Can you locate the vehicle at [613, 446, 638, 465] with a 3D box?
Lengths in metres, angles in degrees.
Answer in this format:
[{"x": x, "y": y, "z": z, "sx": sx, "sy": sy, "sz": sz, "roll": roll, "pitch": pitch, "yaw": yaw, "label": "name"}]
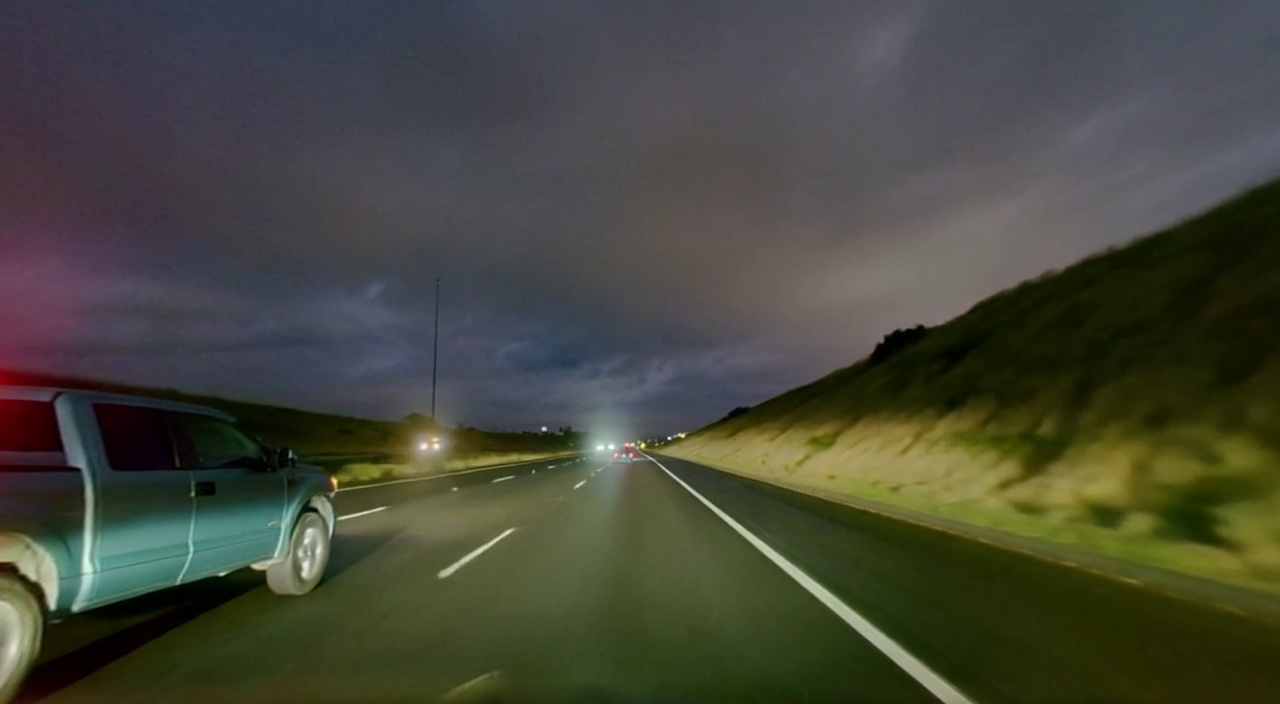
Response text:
[{"x": -1.086, "y": 8.133, "z": 49.619, "sx": 1.891, "sy": 1.456, "sz": 3.806, "roll": 0, "pitch": -9, "yaw": 0, "label": "vehicle"}]
